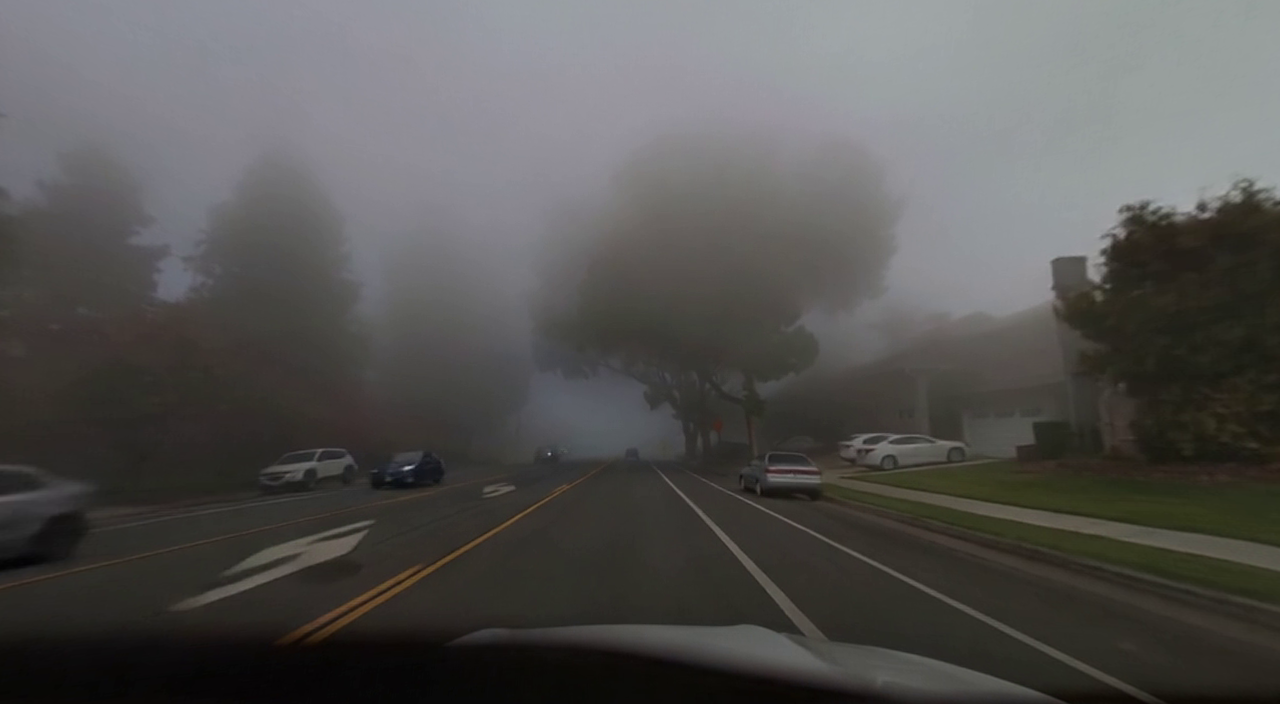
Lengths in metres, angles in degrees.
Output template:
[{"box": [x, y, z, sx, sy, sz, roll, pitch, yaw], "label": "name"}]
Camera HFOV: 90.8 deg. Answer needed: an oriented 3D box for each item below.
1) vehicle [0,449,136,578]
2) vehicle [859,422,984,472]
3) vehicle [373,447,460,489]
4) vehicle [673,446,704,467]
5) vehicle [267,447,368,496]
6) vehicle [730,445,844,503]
[{"box": [-8.339, 1.799, 6.821, 1.986, 1.442, 4.602, 0, -8, 0], "label": "vehicle"}, {"box": [11.170, 3.804, 25.258, 3.999, 1.599, 1.819, -4, -8, 0], "label": "vehicle"}, {"box": [-8.815, 4.583, 25.394, 1.871, 1.484, 4.383, 0, -8, 0], "label": "vehicle"}, {"box": [3.639, 7.971, 48.437, 1.991, 1.500, 4.562, 0, -8, 0], "label": "vehicle"}, {"box": [-13.139, 4.839, 26.095, 1.978, 1.706, 4.310, -3, -8, -1], "label": "vehicle"}, {"box": [4.035, 3.411, 18.269, 1.946, 1.431, 4.695, 0, -8, -3], "label": "vehicle"}]
